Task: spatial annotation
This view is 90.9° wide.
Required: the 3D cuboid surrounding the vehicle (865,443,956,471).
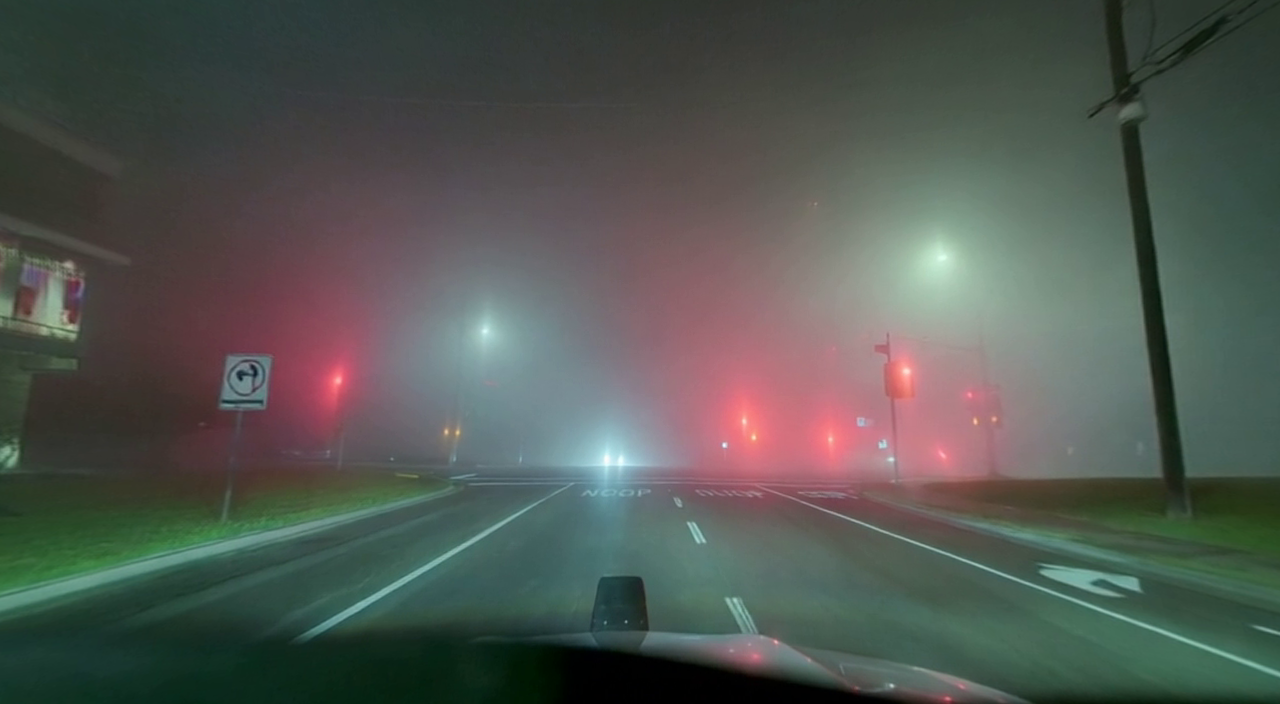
[{"bbox_3d":[16.853,6.533,39.476,4.715,1.671,2.030,0,-8,0],"label":"vehicle"}]
